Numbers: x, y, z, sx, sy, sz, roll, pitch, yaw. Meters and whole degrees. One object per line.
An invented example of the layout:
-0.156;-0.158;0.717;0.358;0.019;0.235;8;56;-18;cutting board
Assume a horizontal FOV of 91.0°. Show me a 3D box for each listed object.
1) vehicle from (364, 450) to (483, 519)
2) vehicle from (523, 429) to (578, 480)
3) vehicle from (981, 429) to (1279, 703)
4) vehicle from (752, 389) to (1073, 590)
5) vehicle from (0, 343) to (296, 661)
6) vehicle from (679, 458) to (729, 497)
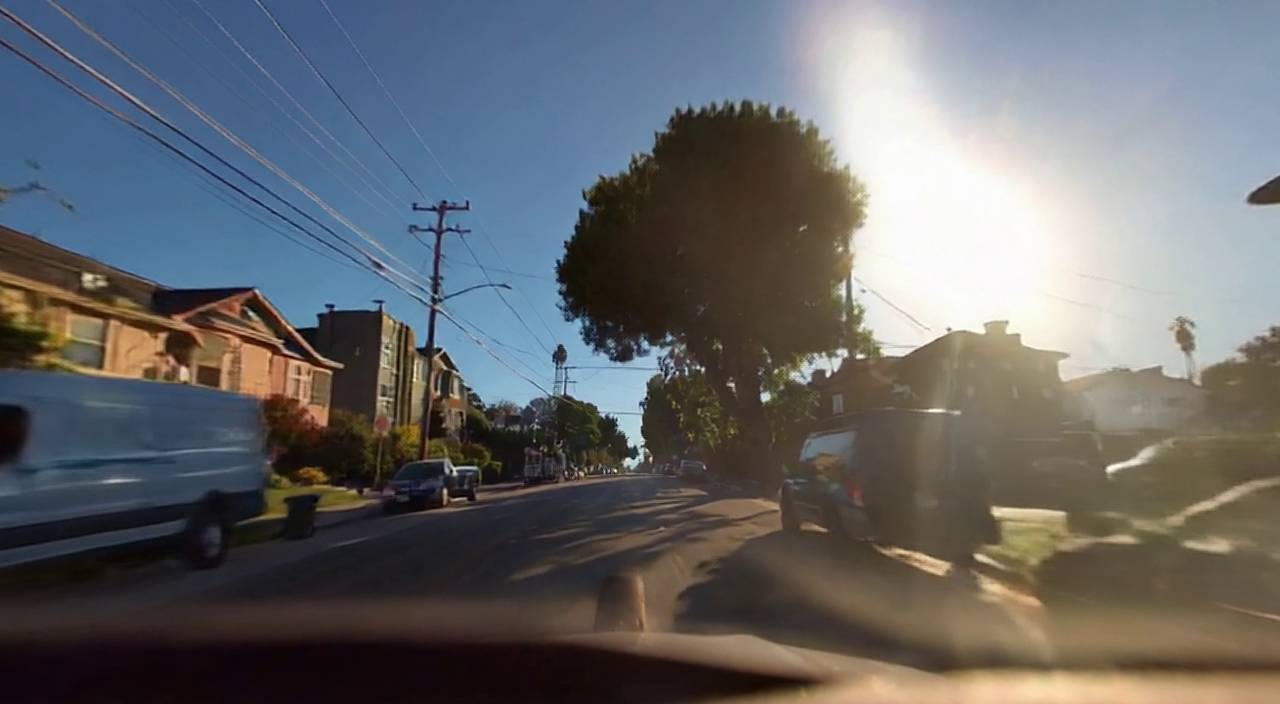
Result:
-6.645;4.064;19.928;2.057;1.632;4.730;-1;-6;1;vehicle
-6.905;8.153;49.675;3.115;3.562;7.695;-2;-10;0;vehicle
3.212;0.959;1.911;1.796;1.449;4.373;0;-9;-2;vehicle
3.113;1.719;8.736;2.145;1.935;5.054;0;-9;0;vehicle
-6.757;1.438;7.143;2.508;2.712;5.809;-2;-4;0;vehicle
3.124;6.231;31.605;2.010;1.661;4.615;0;-9;0;vehicle
